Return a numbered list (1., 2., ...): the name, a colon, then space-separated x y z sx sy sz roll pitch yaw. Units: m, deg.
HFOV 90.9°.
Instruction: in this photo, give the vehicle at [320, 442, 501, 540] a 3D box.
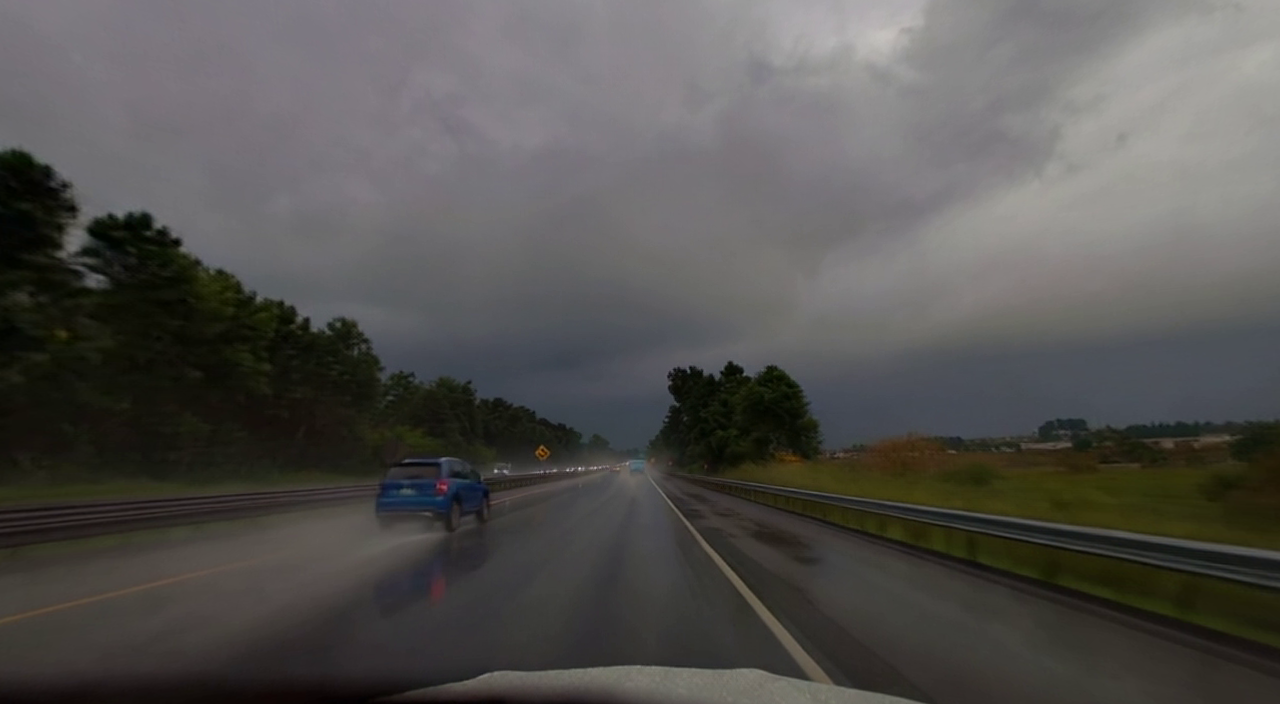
1. vehicle: -4.393 2.772 12.946 2.042 1.629 4.276 1 -11 0
